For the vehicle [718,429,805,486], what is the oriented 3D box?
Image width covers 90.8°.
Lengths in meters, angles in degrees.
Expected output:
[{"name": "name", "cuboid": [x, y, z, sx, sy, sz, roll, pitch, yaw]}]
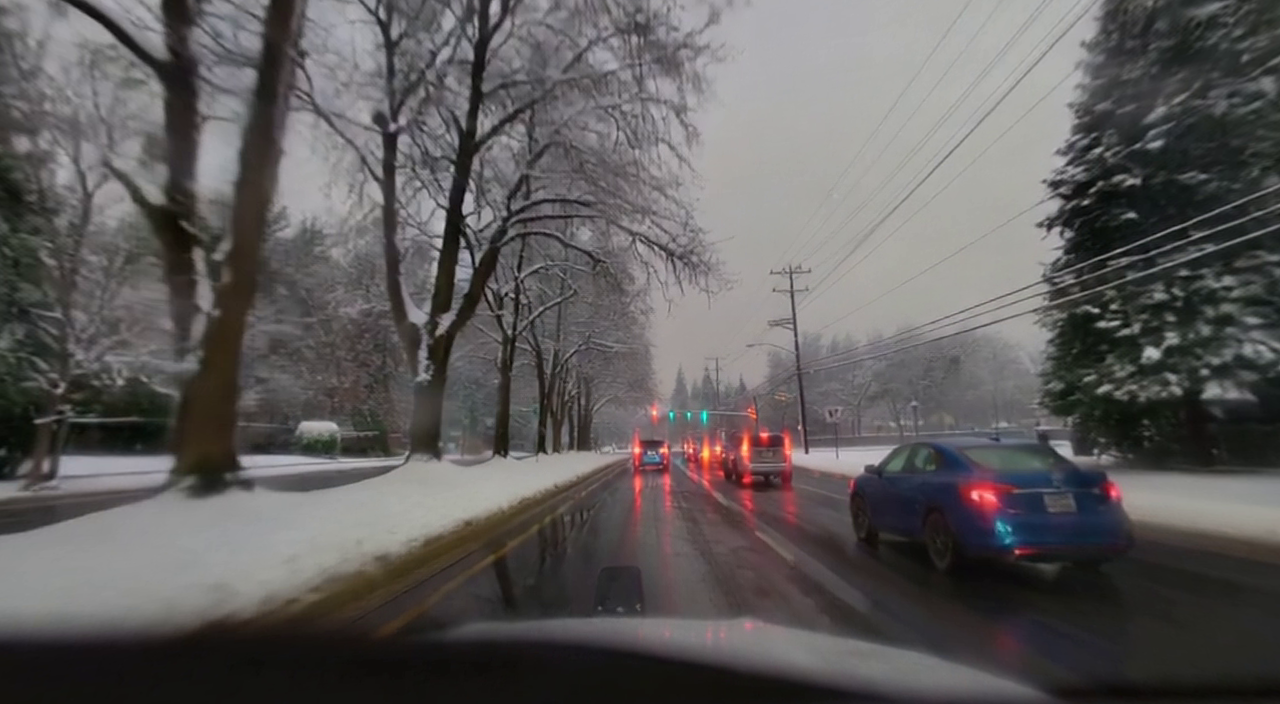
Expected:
[{"name": "vehicle", "cuboid": [4.340, 3.915, 23.500, 2.254, 1.840, 4.918, -1, -9, 0]}]

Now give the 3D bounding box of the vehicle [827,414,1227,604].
[{"name": "vehicle", "cuboid": [3.805, 1.622, 7.367, 1.881, 1.512, 4.294, -1, -9, -1]}]

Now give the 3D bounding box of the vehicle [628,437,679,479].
[{"name": "vehicle", "cuboid": [0.607, 4.854, 28.985, 2.163, 1.746, 4.073, -1, -9, 1]}]
